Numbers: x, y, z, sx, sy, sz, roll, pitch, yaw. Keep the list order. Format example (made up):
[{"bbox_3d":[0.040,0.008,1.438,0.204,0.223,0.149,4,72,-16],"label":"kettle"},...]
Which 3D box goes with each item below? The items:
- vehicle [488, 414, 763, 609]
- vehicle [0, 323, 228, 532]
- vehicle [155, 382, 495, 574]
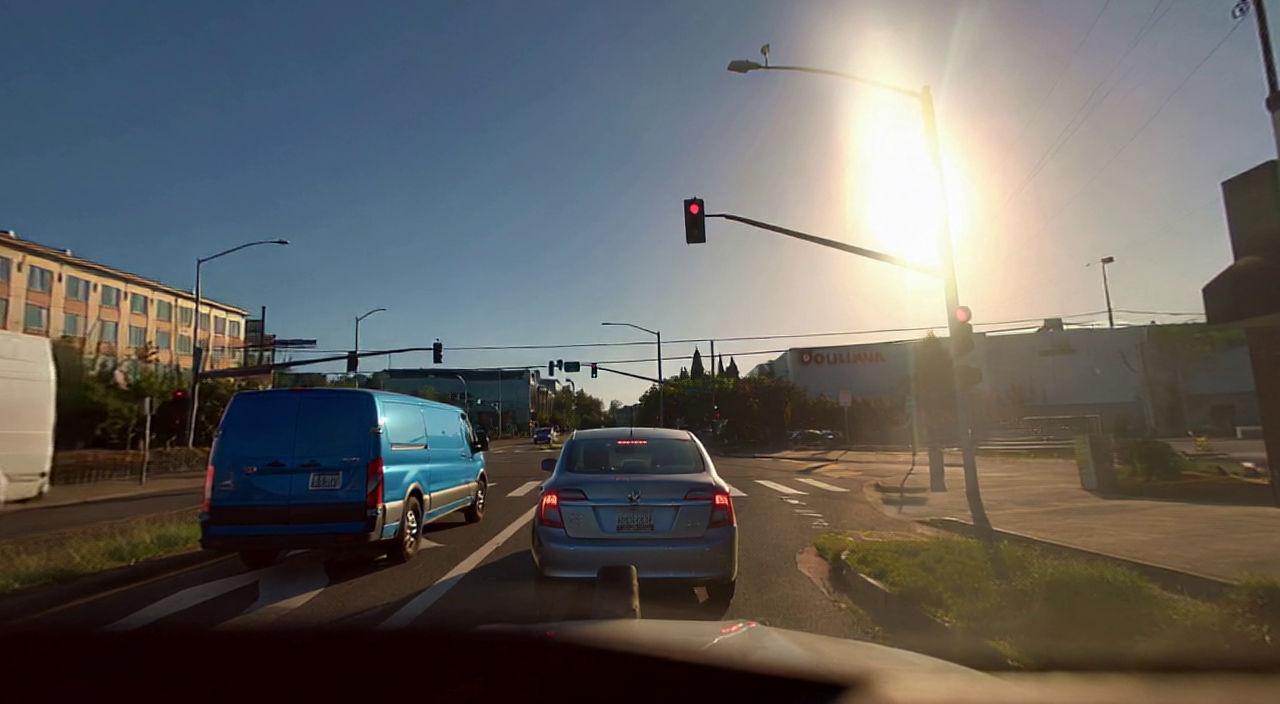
[{"bbox_3d":[-0.114,1.467,6.770,2.064,1.452,3.942,0,-8,0],"label":"vehicle"},{"bbox_3d":[-10.751,0.927,7.798,2.973,3.009,12.605,0,-8,-1],"label":"vehicle"},{"bbox_3d":[-3.582,1.532,8.586,2.076,1.820,5.100,0,-8,-1],"label":"vehicle"}]
